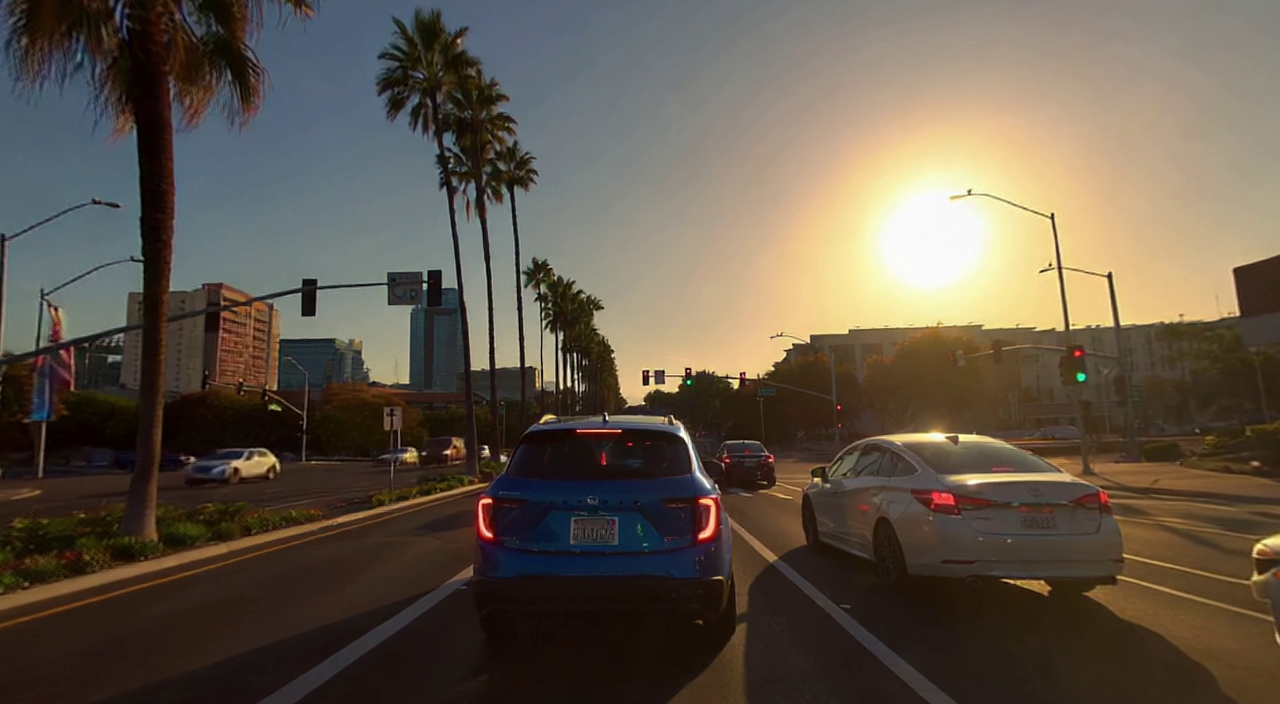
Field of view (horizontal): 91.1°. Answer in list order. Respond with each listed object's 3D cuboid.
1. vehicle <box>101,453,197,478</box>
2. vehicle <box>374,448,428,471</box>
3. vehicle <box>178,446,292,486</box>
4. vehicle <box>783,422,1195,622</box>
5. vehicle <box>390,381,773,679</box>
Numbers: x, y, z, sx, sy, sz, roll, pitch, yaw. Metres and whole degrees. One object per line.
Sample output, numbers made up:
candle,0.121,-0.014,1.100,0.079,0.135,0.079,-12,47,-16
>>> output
vehicle,-36.777,8.513,47.101,5.347,1.785,2.123,0,-8,1
vehicle,-16.784,7.568,44.315,1.951,1.500,4.372,0,-9,1
vehicle,-19.826,5.541,31.068,2.119,1.786,5.252,0,-9,0
vehicle,3.119,1.605,6.985,1.971,1.473,4.495,0,-8,0
vehicle,-0.335,1.314,5.689,2.172,1.694,4.055,0,-8,0
